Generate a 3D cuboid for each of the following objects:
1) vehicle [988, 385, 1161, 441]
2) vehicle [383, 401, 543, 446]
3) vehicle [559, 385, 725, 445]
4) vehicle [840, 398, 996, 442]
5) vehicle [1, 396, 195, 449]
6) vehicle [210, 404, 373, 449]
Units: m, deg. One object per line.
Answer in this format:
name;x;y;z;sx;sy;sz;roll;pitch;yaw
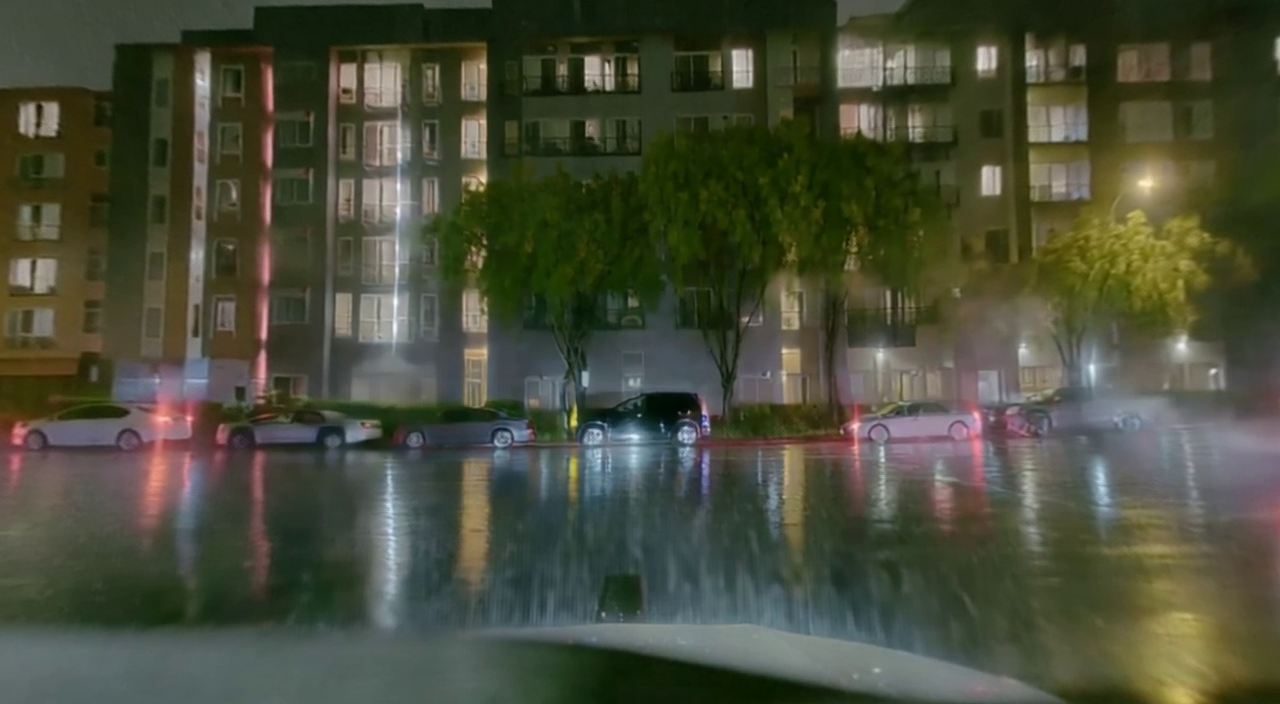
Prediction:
vehicle;14.983;2.092;21.971;4.544;1.780;1.966;-1;-5;-1
vehicle;-5.777;2.424;21.118;4.851;1.339;1.785;0;-10;-3
vehicle;0.011;2.173;21.295;5.299;1.860;2.098;1;-9;-5
vehicle;9.391;2.317;21.539;4.521;1.411;1.726;1;-6;-4
vehicle;-17.541;2.330;20.667;4.426;1.641;1.889;0;-8;-5
vehicle;-11.439;2.490;20.983;4.336;1.438;1.776;0;-8;-3
